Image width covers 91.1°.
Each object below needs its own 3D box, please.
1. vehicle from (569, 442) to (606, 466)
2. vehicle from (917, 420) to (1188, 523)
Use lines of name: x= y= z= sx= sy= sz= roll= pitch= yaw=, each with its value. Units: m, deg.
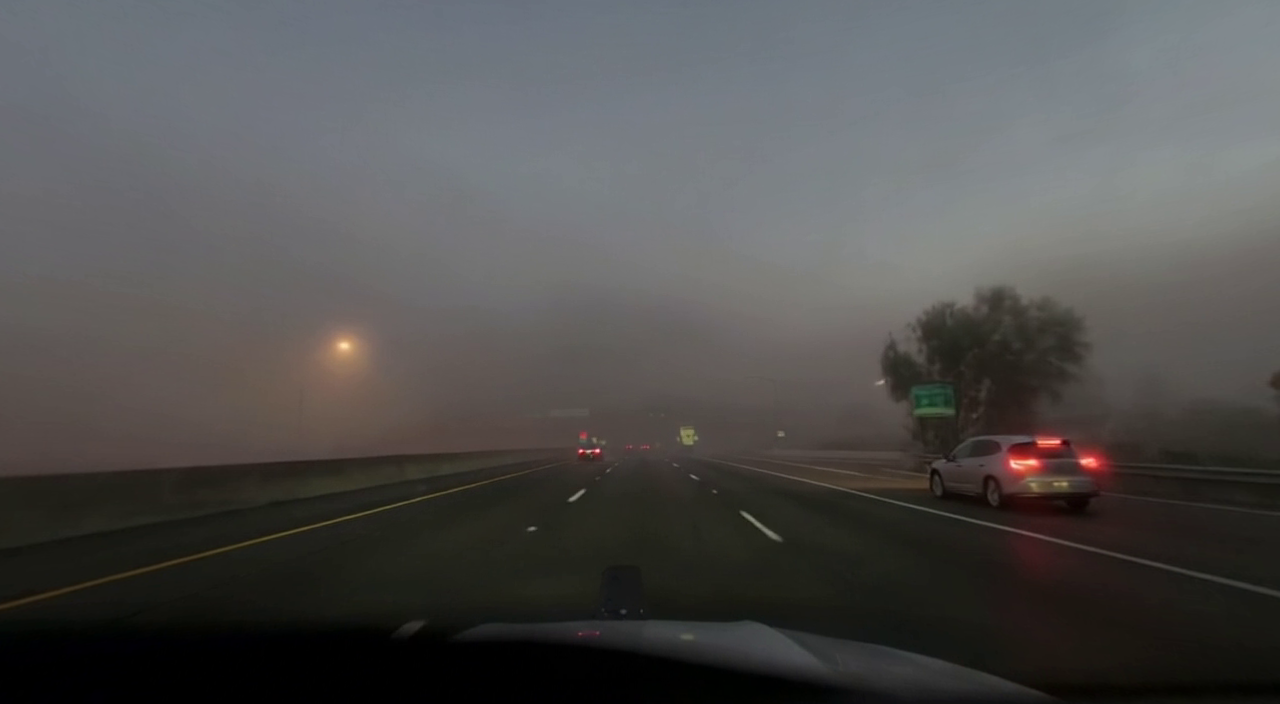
vehicle: x=-3.479 y=6.875 z=42.538 sx=2.055 sy=1.533 sz=4.604 roll=0 pitch=-8 yaw=1
vehicle: x=7.562 y=2.243 z=12.335 sx=2.032 sy=1.601 sz=4.863 roll=0 pitch=-8 yaw=0
